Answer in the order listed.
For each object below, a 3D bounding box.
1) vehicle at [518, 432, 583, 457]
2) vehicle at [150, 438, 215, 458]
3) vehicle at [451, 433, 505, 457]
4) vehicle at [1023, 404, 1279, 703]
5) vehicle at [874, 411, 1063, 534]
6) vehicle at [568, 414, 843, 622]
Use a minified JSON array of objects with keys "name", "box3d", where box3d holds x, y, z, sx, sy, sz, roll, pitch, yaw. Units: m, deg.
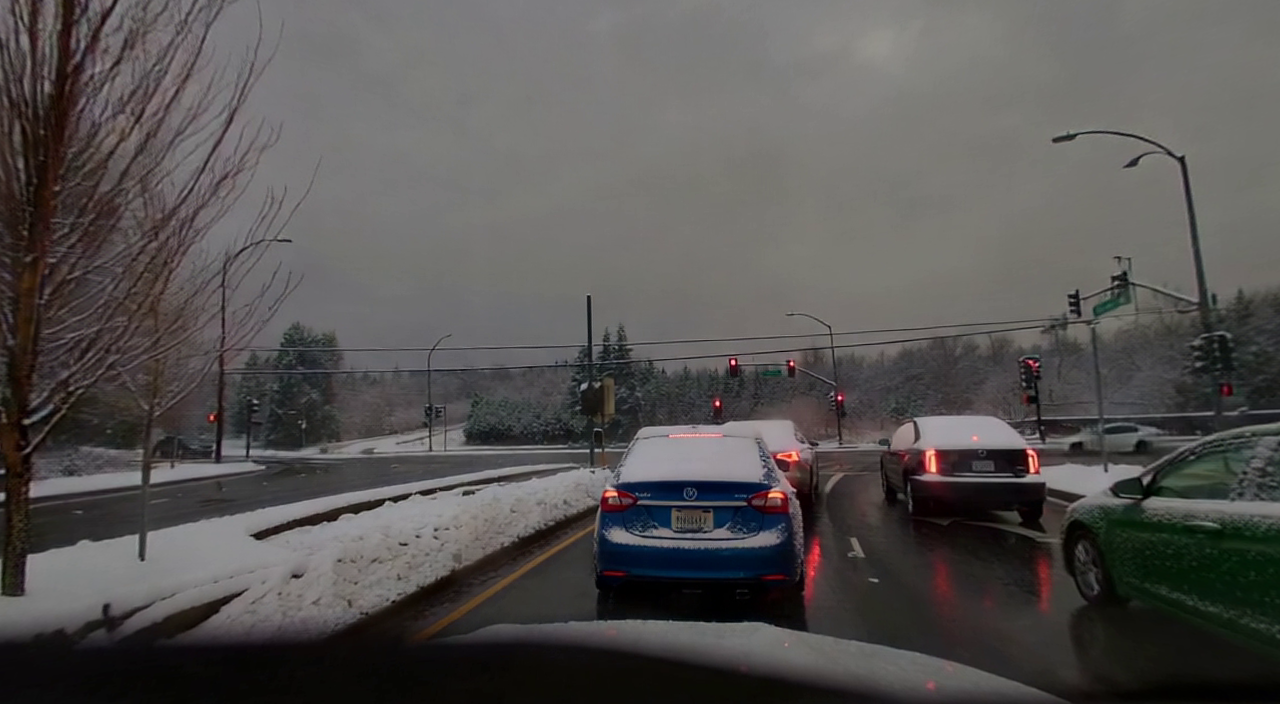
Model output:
[{"name":"vehicle","box3d":[-5.973,6.107,41.553,1.932,1.573,4.509,8,-12,-44]},{"name":"vehicle","box3d":[-35.404,7.433,48.629,1.652,1.433,3.733,-7,-11,40]},{"name":"vehicle","box3d":[-12.474,7.119,48.192,1.972,1.705,4.457,8,-11,-44]},{"name":"vehicle","box3d":[4.243,1.058,3.371,1.954,1.508,4.441,-1,-8,6]},{"name":"vehicle","box3d":[5.538,2.045,11.289,2.102,1.717,4.373,-2,-9,16]},{"name":"vehicle","box3d":[0.850,1.499,6.693,2.052,1.483,3.928,-2,-8,12]}]
